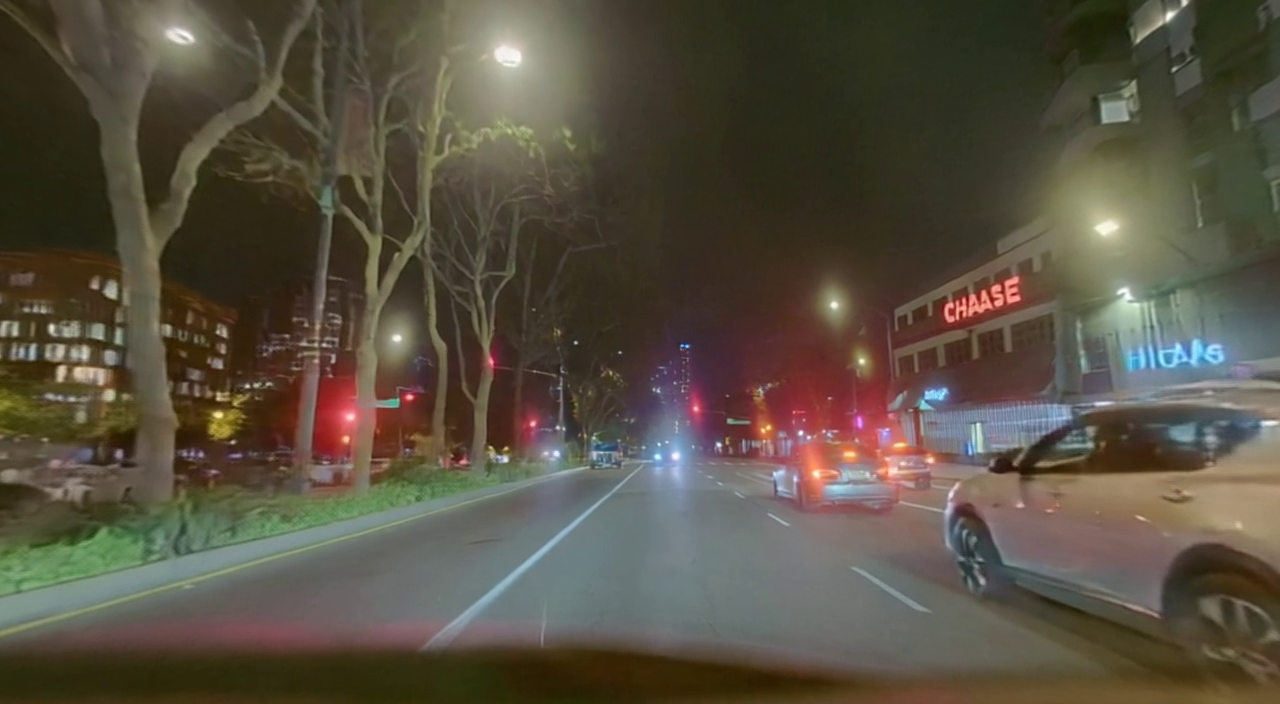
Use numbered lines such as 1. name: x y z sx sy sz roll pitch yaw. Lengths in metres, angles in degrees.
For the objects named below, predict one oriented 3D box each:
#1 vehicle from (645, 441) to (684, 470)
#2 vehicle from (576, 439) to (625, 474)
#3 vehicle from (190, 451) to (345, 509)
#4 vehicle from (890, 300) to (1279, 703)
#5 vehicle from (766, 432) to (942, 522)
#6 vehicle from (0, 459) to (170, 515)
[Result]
1. vehicle: 1.374 5.768 35.236 2.059 1.477 3.988 -1 -8 2
2. vehicle: -1.972 5.394 32.826 2.057 1.678 4.639 -1 -8 3
3. vehicle: -10.709 3.674 18.582 1.884 1.456 4.356 0 -8 0
4. vehicle: 3.445 0.887 3.363 2.282 1.797 4.924 -1 -8 2
5. vehicle: 4.159 2.516 13.298 2.109 1.510 4.927 -1 -8 2
6. vehicle: -17.476 4.181 19.978 1.804 1.437 4.560 0 -8 -3
